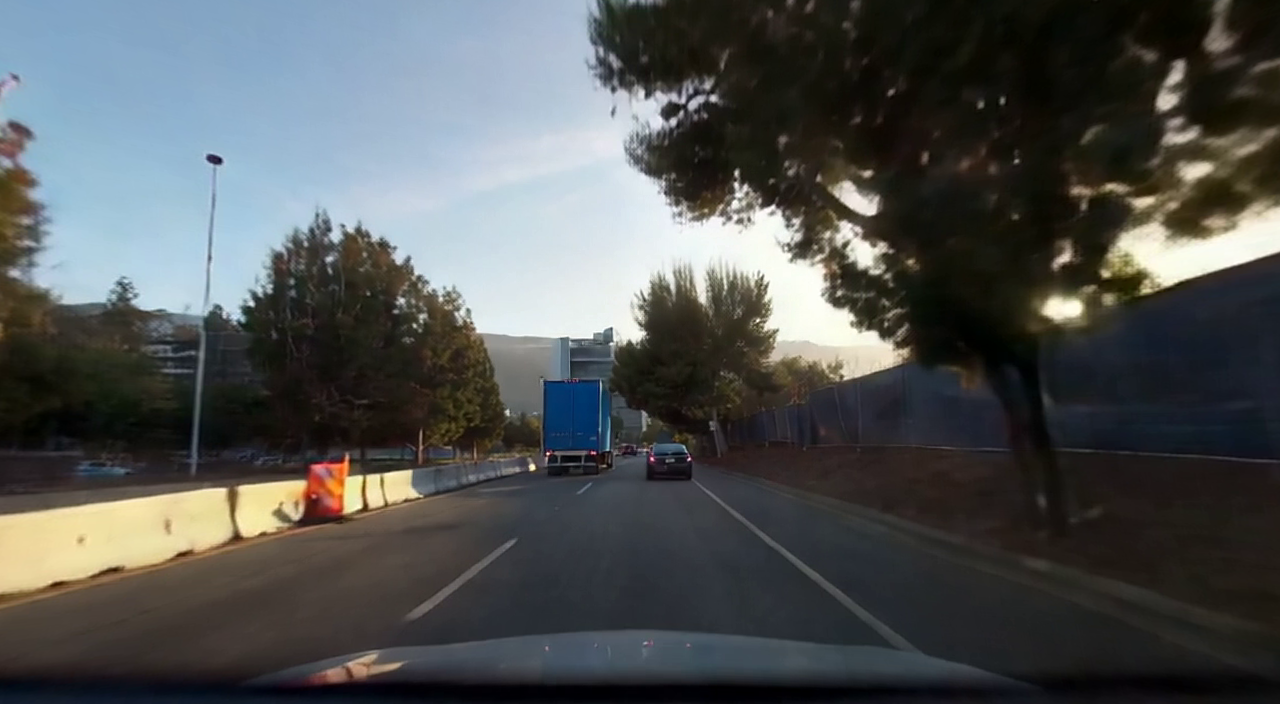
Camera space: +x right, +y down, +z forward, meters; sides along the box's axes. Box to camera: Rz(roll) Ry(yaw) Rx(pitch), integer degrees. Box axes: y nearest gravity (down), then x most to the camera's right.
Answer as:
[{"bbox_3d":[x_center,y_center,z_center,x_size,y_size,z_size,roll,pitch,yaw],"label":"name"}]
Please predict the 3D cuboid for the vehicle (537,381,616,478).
[{"bbox_3d":[-2.993,4.442,34.728,2.906,4.115,15.715,0,-8,0],"label":"vehicle"}]

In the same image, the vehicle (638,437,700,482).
[{"bbox_3d":[1.103,4.368,25.950,2.304,1.675,4.462,0,-8,0],"label":"vehicle"}]
